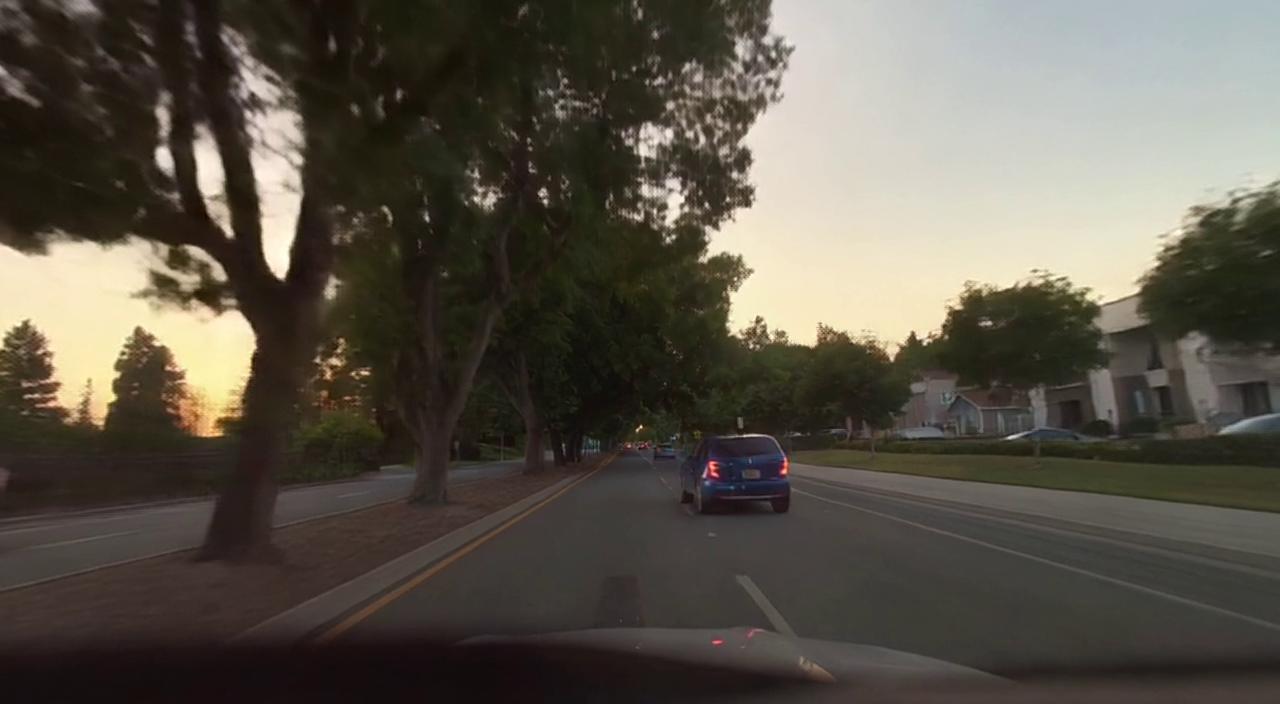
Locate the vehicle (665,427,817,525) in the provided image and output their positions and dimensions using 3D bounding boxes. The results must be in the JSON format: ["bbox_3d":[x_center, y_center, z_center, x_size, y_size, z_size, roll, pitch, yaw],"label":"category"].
[{"bbox_3d":[1.776,2.396,12.761,2.066,1.603,4.475,1,-9,-4],"label":"vehicle"}]
